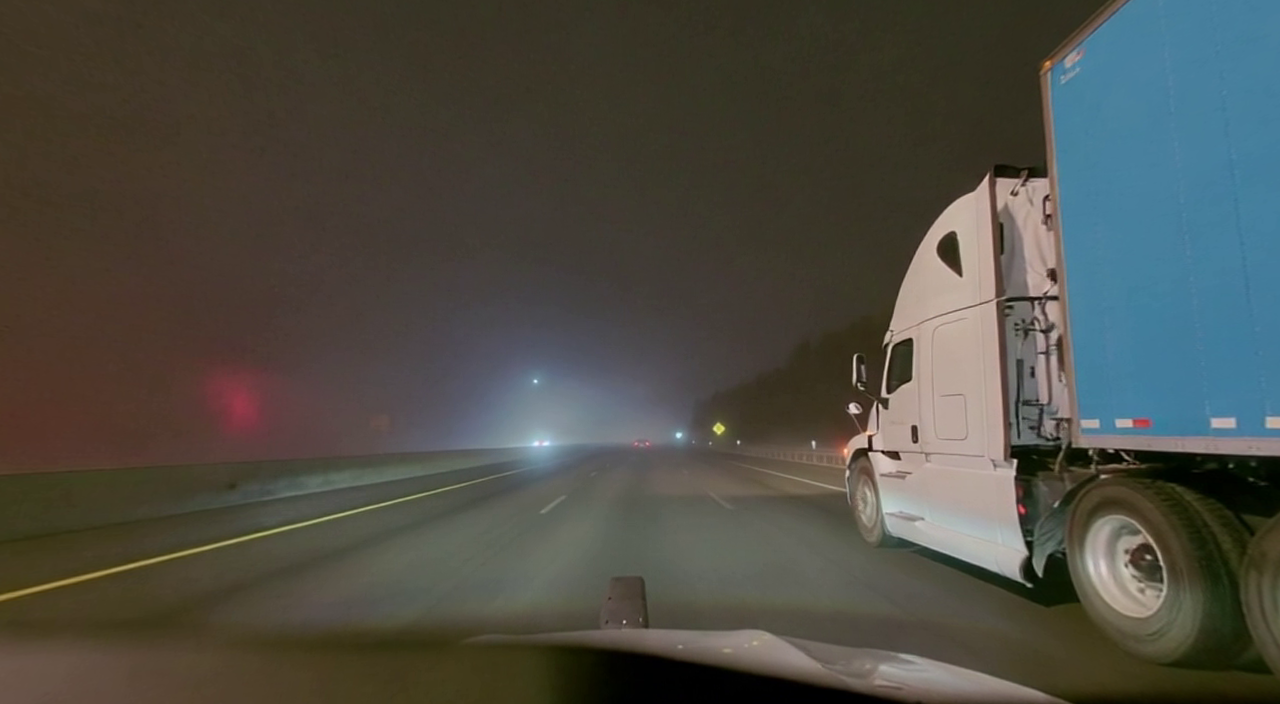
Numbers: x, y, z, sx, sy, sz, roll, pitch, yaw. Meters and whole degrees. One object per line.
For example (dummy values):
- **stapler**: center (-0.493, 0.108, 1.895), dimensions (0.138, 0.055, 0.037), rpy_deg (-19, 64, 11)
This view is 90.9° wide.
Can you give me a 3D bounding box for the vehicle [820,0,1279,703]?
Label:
- **vehicle**: center (3.762, -0.106, 3.224), dimensions (3.012, 3.768, 8.945), rpy_deg (0, -8, 0)
